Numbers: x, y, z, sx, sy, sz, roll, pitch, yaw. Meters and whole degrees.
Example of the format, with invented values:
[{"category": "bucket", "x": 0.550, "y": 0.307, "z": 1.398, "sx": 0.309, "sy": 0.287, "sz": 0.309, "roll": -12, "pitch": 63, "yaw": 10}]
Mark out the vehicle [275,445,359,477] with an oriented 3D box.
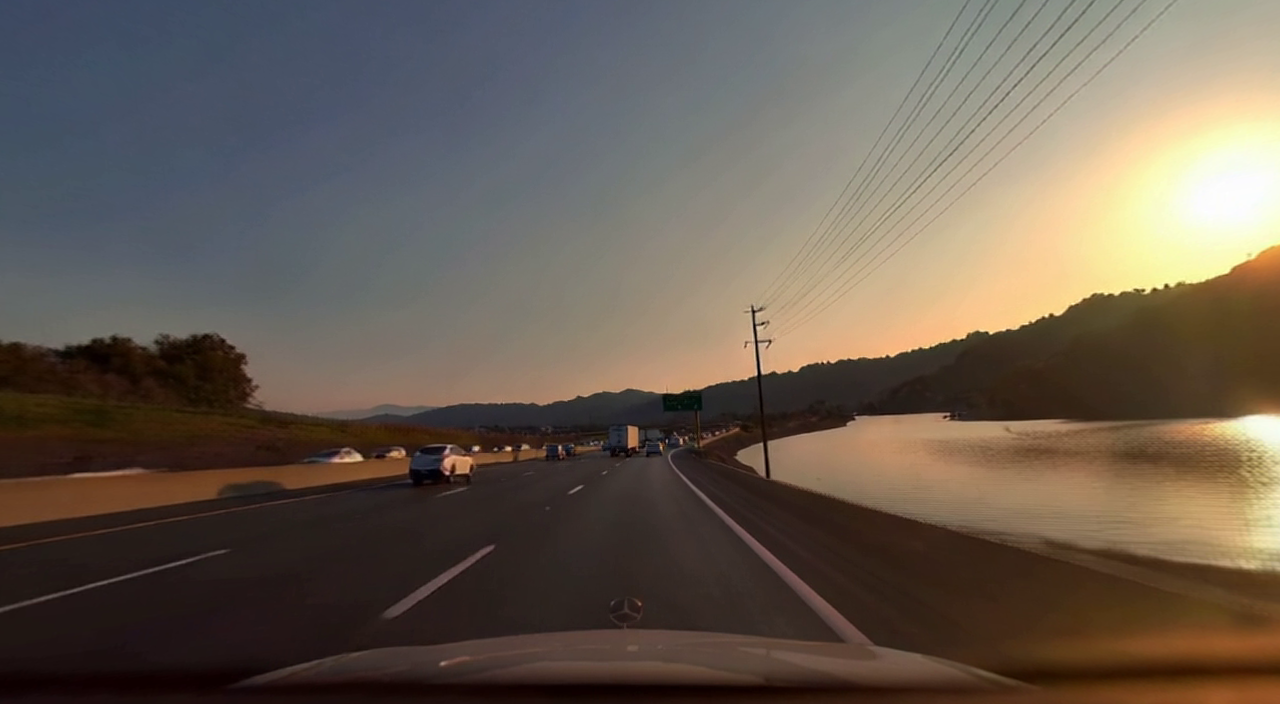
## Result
[{"category": "vehicle", "x": -16.844, "y": 5.698, "z": 33.206, "sx": 1.904, "sy": 1.523, "sz": 4.591, "roll": 0, "pitch": -9, "yaw": 2}]
